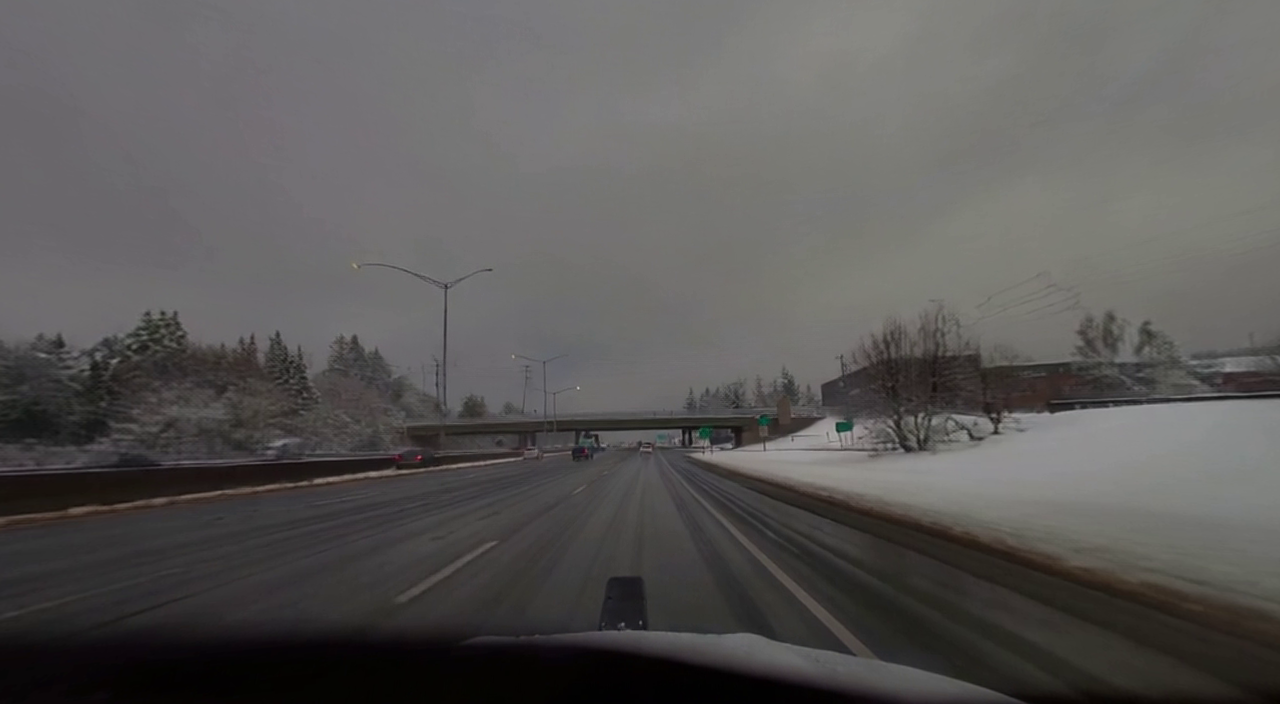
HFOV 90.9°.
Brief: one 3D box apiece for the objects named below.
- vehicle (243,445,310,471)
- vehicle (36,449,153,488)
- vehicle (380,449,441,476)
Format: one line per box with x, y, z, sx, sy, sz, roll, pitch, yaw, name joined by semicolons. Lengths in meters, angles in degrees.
-26.962;7.838;46.961;2.116;1.849;4.552;0;-8;2;vehicle
-23.407;4.982;27.250;1.647;1.538;3.731;0;-8;1;vehicle
-13.829;6.666;38.302;1.988;1.477;4.442;0;-8;1;vehicle
